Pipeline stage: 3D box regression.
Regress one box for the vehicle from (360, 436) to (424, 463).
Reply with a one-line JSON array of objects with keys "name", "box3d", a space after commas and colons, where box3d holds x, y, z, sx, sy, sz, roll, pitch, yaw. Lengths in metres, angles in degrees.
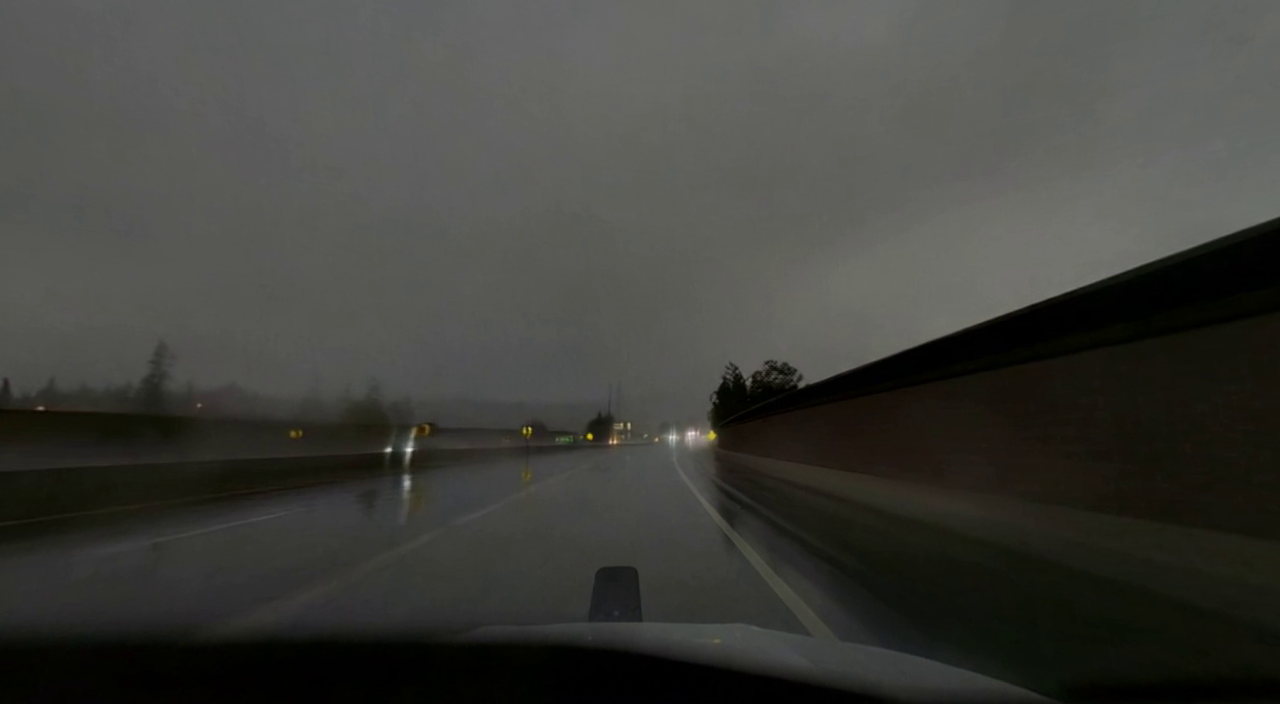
[{"name": "vehicle", "box3d": [-16.362, 6.469, 41.873, 2.049, 1.670, 5.161, 0, -8, 2]}]
